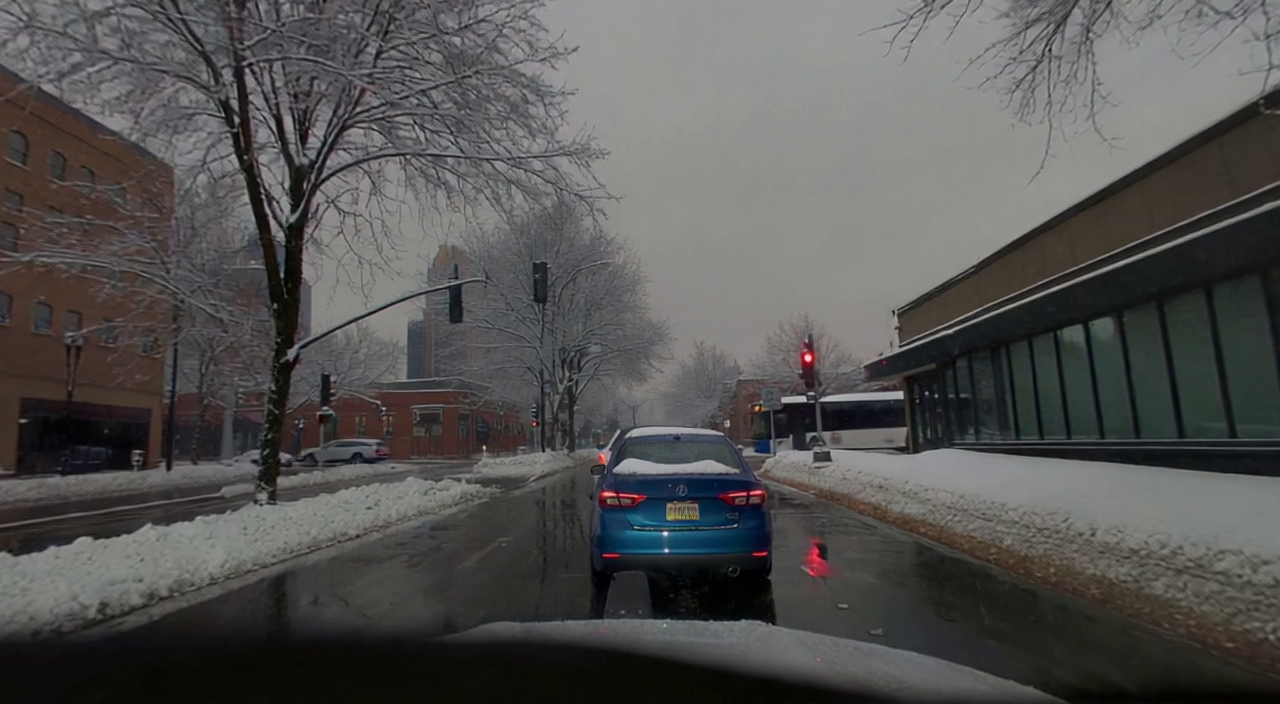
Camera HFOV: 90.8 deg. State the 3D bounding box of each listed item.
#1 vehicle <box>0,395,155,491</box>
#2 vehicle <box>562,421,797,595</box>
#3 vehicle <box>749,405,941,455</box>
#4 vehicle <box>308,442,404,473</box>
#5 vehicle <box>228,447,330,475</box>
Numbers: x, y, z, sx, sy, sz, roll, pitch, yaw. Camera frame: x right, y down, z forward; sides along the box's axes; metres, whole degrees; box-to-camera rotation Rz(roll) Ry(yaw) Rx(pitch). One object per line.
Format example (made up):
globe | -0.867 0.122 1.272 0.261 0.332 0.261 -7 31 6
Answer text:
vehicle | -25.946 3.643 25.331 2.692 3.685 10.153 -3 -9 20
vehicle | 0.375 1.626 7.388 2.006 1.470 3.799 0 -8 1
vehicle | 15.702 6.124 49.296 13.811 3.706 2.997 0 -9 1
vehicle | -16.294 6.027 36.395 1.892 1.645 4.561 -8 -11 41
vehicle | -20.792 6.288 36.638 1.883 1.461 4.830 -4 -10 27
